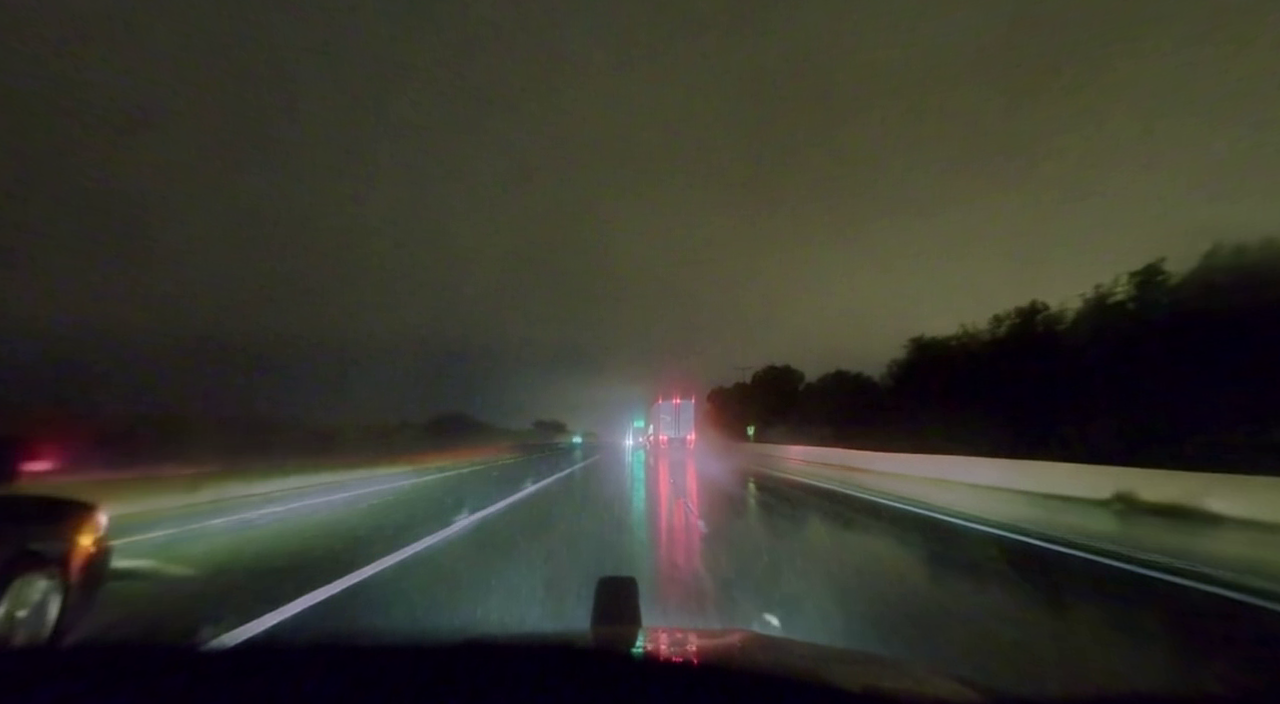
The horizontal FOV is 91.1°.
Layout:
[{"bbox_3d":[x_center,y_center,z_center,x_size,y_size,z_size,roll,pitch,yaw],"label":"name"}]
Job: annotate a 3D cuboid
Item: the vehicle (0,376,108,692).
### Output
[{"bbox_3d":[-4.287,0.725,1.705,2.044,1.604,4.144,0,-8,-1],"label":"vehicle"}]
